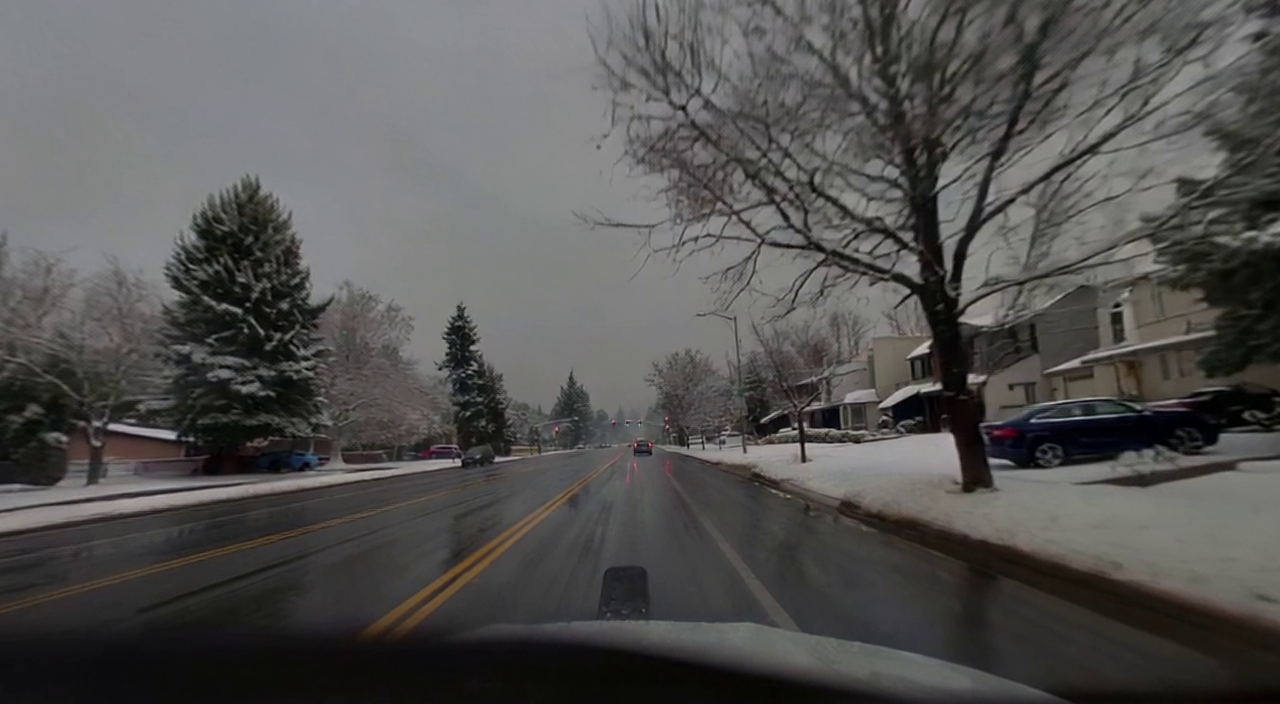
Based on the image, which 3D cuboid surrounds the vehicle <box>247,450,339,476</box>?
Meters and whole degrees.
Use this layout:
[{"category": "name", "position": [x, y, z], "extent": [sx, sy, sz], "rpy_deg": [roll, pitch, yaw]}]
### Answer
[{"category": "vehicle", "position": [-22.688, 7.284, 41.379], "extent": [4.791, 1.564, 2.125], "rpy_deg": [0, -8, -5]}]

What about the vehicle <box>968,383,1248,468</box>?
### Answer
[{"category": "vehicle", "position": [11.200, 1.874, 15.579], "extent": [4.996, 1.563, 1.984], "rpy_deg": [-6, -10, 14]}]
